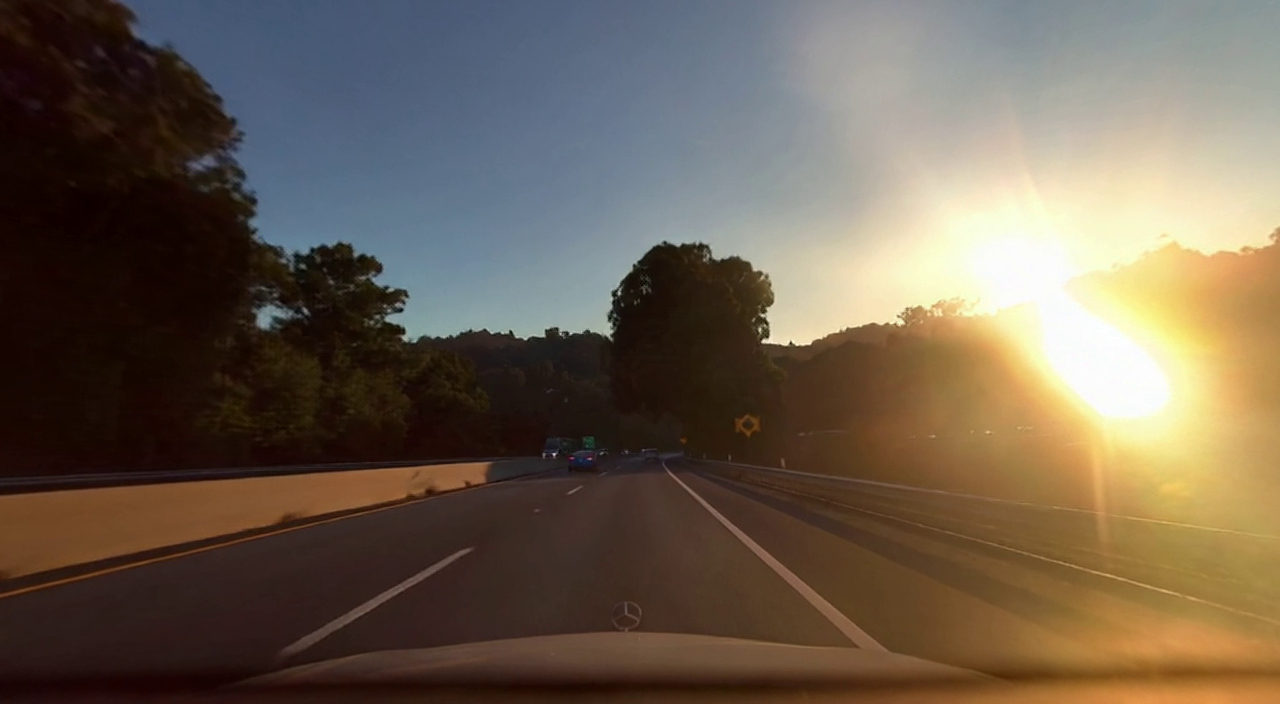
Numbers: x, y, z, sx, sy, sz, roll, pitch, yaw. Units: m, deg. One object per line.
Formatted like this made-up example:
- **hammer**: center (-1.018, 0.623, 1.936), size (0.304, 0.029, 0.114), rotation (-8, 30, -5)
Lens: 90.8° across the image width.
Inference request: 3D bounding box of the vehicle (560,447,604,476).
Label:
- **vehicle**: center (-3.377, 6.447, 37.304), size (2.088, 1.586, 4.000), rotation (0, -9, 2)
